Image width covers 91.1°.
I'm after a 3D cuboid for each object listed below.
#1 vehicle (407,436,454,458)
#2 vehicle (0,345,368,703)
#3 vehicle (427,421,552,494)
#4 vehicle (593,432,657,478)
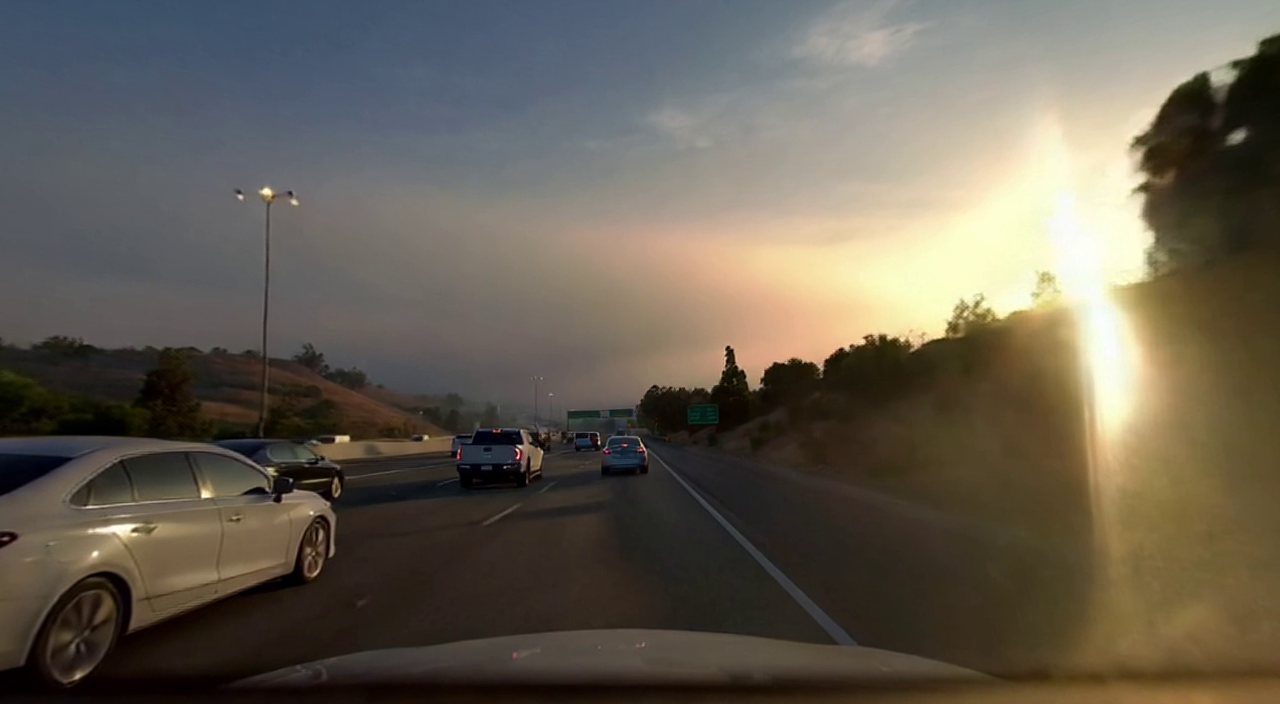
[{"bbox_3d":[-15.569,7.055,46.918,2.049,1.578,3.937,0,-8,1],"label":"vehicle"},{"bbox_3d":[-3.885,1.040,4.314,2.107,1.703,4.274,0,-8,0],"label":"vehicle"},{"bbox_3d":[-3.825,2.766,16.953,2.154,1.690,4.595,0,-8,1],"label":"vehicle"},{"bbox_3d":[-0.503,3.583,22.183,2.070,1.452,3.834,0,-8,0],"label":"vehicle"}]
